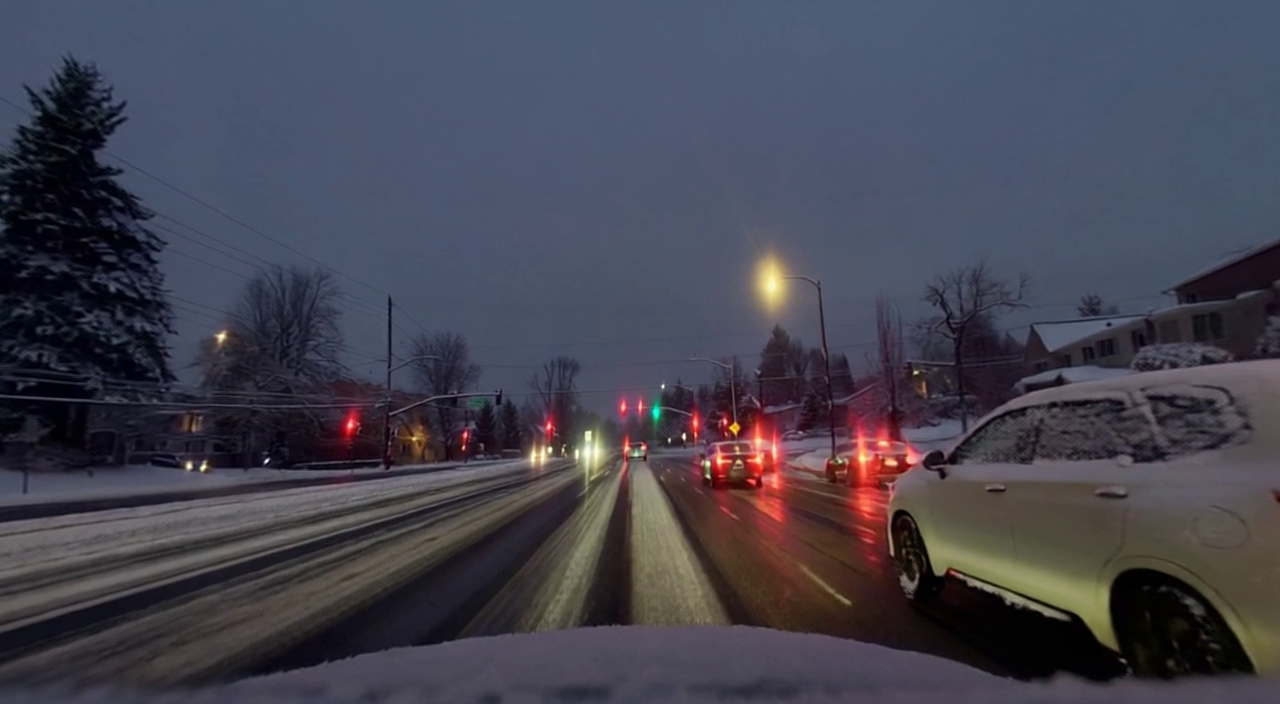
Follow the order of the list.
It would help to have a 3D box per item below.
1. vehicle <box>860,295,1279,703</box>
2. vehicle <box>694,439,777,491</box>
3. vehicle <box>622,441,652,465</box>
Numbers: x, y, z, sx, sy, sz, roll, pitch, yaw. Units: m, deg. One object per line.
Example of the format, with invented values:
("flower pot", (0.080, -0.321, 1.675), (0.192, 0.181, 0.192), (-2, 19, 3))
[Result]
("vehicle", (3.126, 0.927, 3.481), (2.129, 1.761, 4.610), (0, -9, 0))
("vehicle", (2.912, 3.559, 20.123), (1.889, 1.451, 4.180), (0, -9, -1))
("vehicle", (-0.223, 7.664, 47.838), (2.146, 1.685, 4.003), (0, -9, -1))
